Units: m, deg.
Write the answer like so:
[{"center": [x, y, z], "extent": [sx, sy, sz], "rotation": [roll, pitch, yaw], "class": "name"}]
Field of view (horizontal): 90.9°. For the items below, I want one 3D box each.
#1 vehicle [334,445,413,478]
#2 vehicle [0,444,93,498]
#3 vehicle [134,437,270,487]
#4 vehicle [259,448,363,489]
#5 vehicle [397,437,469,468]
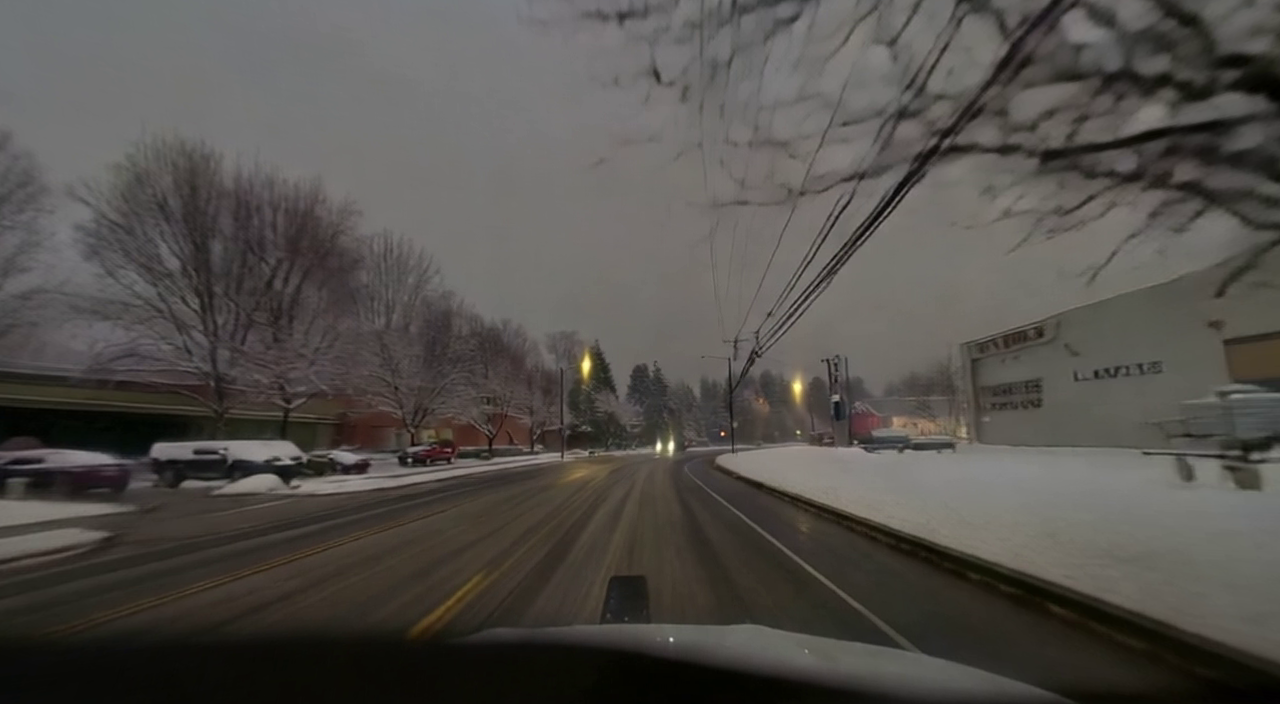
[{"center": [-13.945, 5.715, 33.305], "extent": [2.070, 1.577, 4.652], "rotation": [0, -8, 1], "class": "vehicle"}, {"center": [-23.414, 4.496, 23.579], "extent": [5.135, 1.765, 2.062], "rotation": [-6, -8, 19], "class": "vehicle"}, {"center": [-19.542, 4.909, 28.569], "extent": [2.099, 2.038, 5.624], "rotation": [0, -8, 0], "class": "vehicle"}, {"center": [-14.317, 5.056, 27.762], "extent": [2.122, 1.440, 4.601], "rotation": [-4, -8, 0], "class": "vehicle"}, {"center": [-15.173, 7.484, 46.733], "extent": [2.502, 2.113, 6.488], "rotation": [-1, -9, 6], "class": "vehicle"}]
